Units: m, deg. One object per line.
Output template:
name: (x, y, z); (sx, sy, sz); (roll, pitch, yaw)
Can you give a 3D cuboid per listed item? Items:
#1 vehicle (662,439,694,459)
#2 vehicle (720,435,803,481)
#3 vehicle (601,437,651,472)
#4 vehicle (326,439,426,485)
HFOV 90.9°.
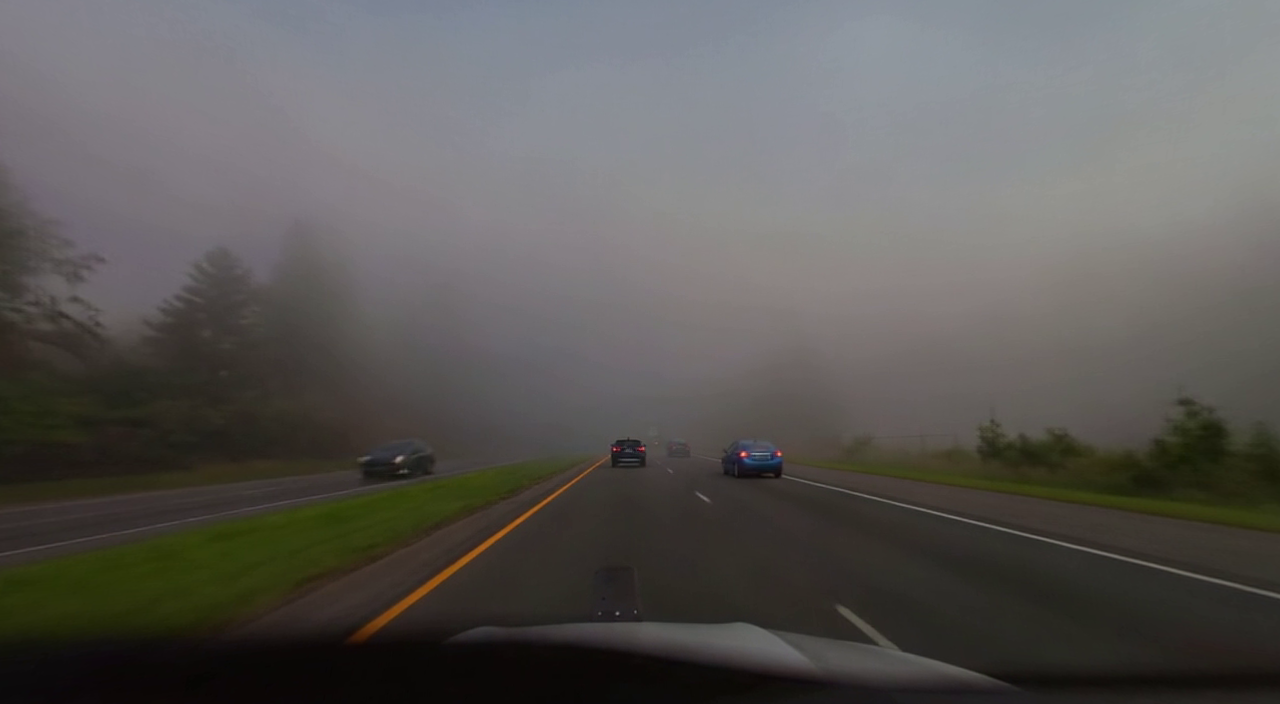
vehicle: (2.863, 7.385, 48.239); (2.004, 1.469, 4.472); (0, -8, -2)
vehicle: (4.398, 3.879, 23.508); (2.066, 1.526, 4.216); (0, -8, -3)
vehicle: (-0.636, 4.657, 28.916); (2.143, 1.466, 3.693); (0, -8, -1)
vehicle: (-9.306, 3.876, 22.631); (1.895, 1.453, 4.000); (0, -8, -1)
